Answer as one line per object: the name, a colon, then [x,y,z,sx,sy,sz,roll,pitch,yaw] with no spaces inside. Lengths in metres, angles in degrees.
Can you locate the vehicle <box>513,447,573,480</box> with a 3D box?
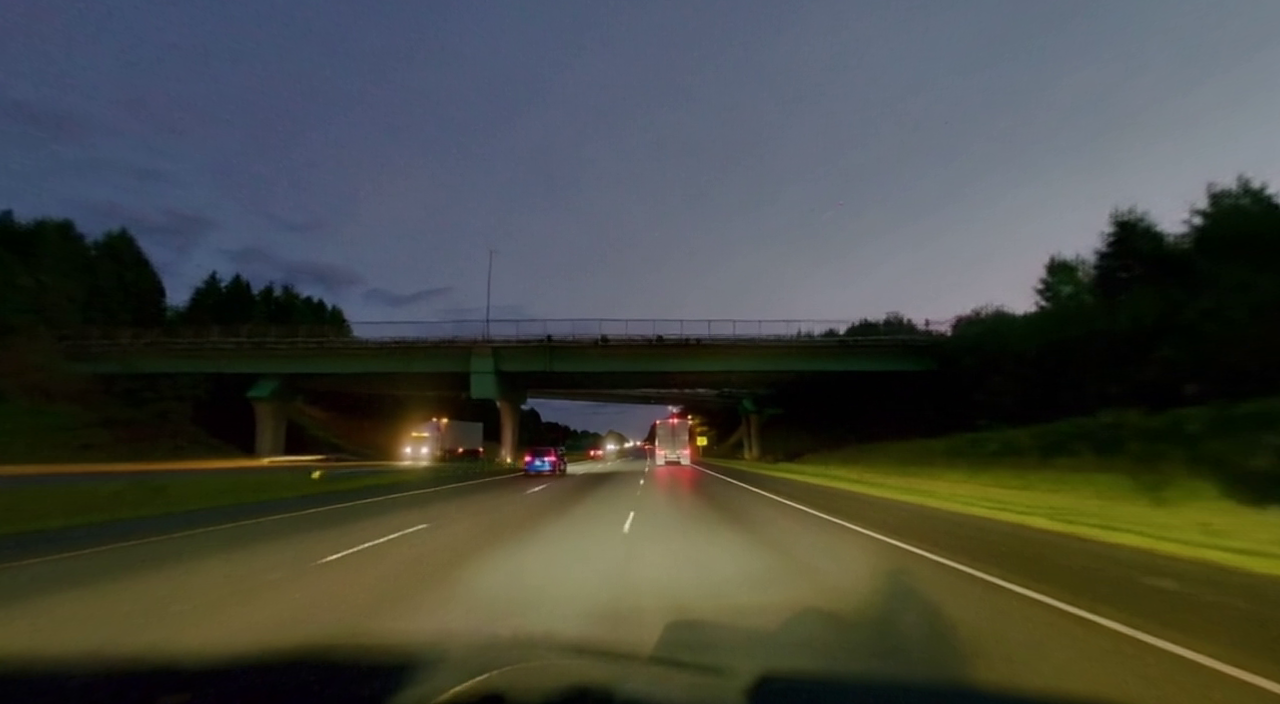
vehicle: [-4.692,5.470,31.271,2.038,1.489,4.603,-1,-9,2]
